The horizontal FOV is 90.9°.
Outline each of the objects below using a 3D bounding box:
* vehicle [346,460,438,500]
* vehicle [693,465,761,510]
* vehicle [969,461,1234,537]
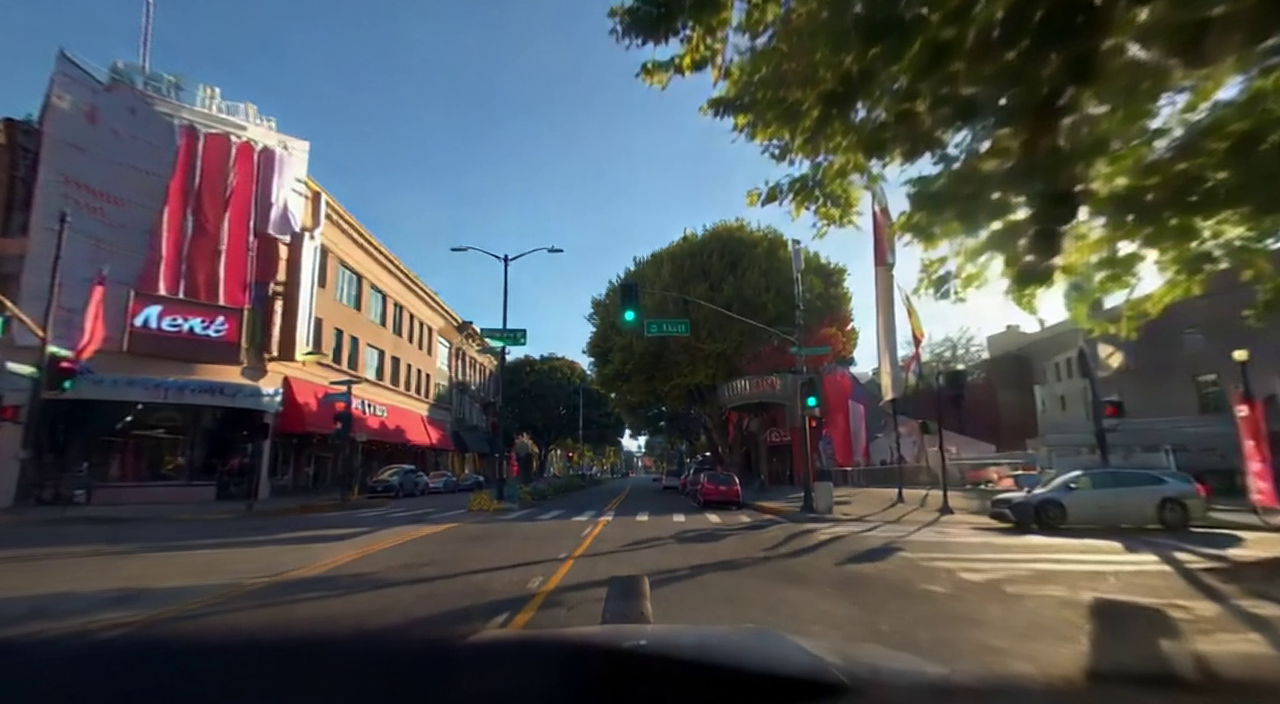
[{"bbox_3d":[-12.422,6.325,31.483,4.447,1.790,2.206,-7,-11,38],"label":"vehicle"},{"bbox_3d":[3.429,5.428,25.629,2.120,1.560,4.402,0,-9,0],"label":"vehicle"},{"bbox_3d":[10.208,3.257,14.258,4.330,1.517,2.045,0,-9,0],"label":"vehicle"}]
